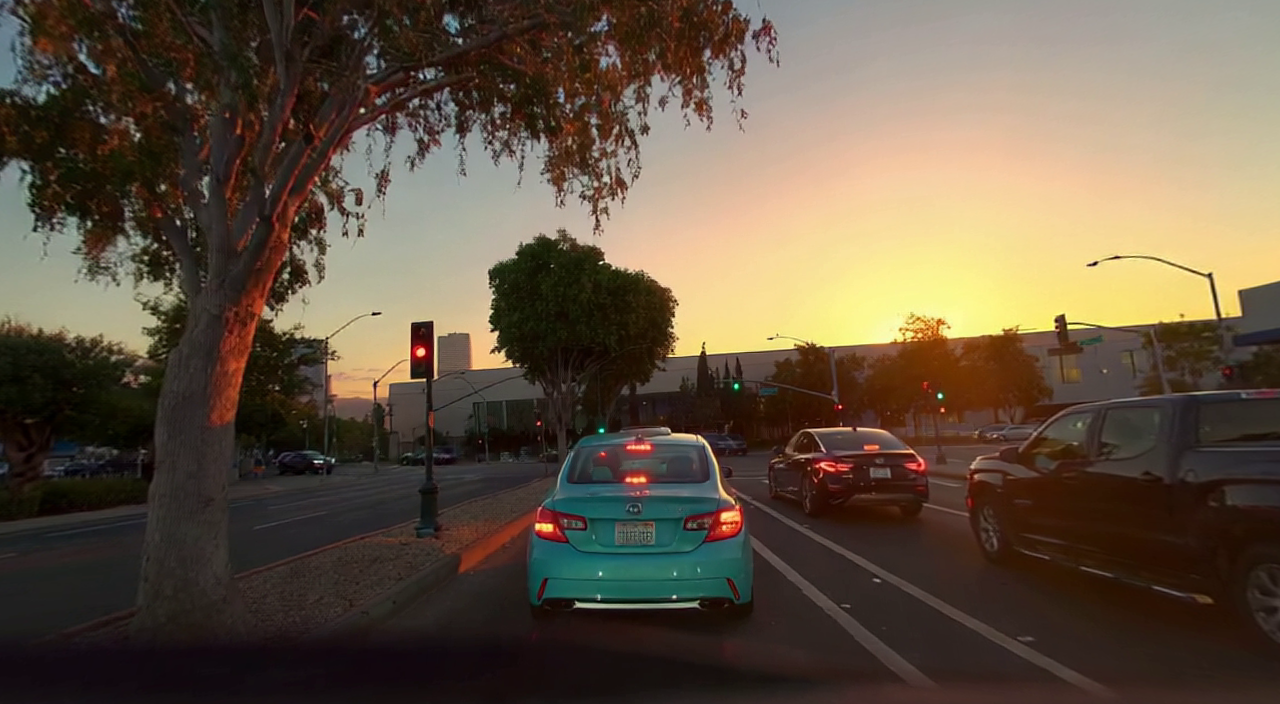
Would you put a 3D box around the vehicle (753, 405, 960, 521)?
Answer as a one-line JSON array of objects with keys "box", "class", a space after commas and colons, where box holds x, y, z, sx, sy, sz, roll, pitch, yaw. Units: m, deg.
[{"box": [4.179, 2.283, 13.554, 2.319, 1.930, 5.651, 0, -8, -1], "class": "vehicle"}]

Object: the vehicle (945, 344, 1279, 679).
[{"box": [4.500, 1.064, 4.812, 2.019, 1.803, 4.634, 0, -8, 0], "class": "vehicle"}]

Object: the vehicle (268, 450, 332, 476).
[{"box": [-24.078, 7.839, 44.871, 1.798, 1.706, 4.385, -1, -8, 6], "class": "vehicle"}]

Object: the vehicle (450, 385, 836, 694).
[{"box": [-0.014, 1.315, 5.528, 2.116, 1.677, 3.948, 0, -8, -1], "class": "vehicle"}]
